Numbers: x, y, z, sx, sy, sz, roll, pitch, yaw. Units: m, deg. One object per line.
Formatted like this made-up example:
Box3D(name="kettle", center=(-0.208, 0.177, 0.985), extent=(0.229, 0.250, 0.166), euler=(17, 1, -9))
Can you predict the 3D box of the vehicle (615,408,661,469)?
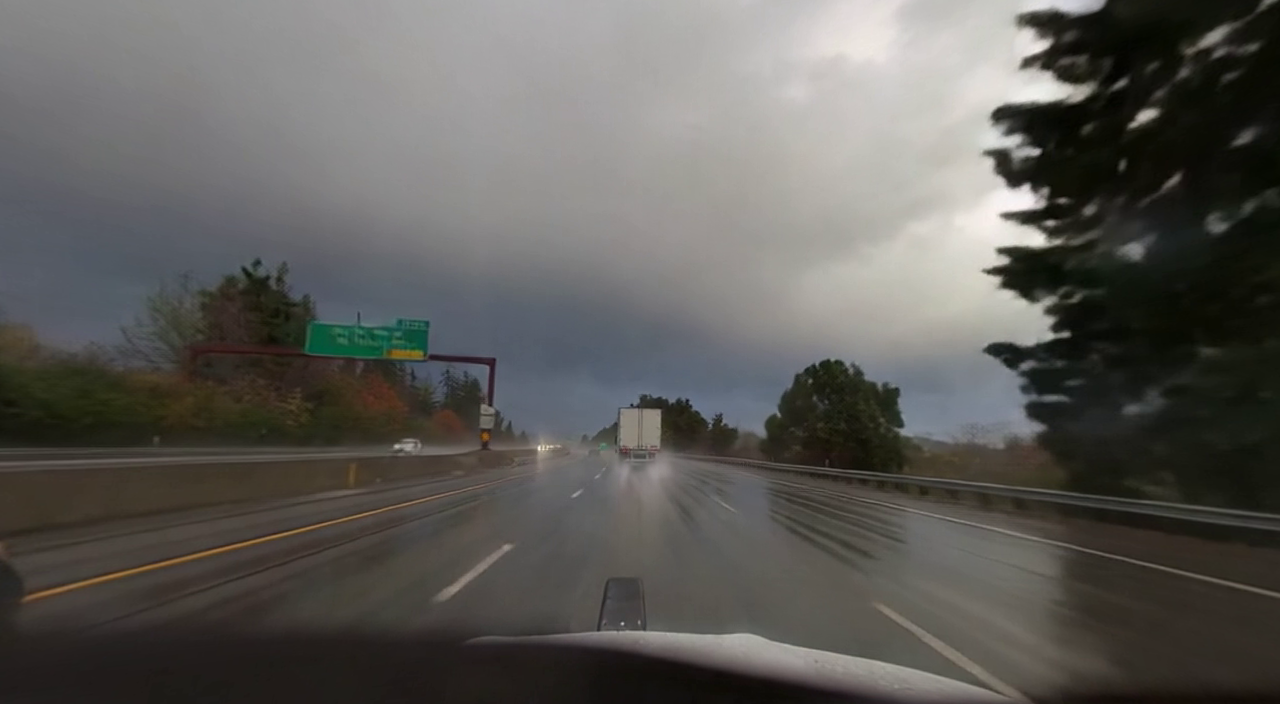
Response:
Box3D(name="vehicle", center=(-0.316, 6.502, 46.764), extent=(2.962, 3.953, 10.696), euler=(0, -9, -3))
